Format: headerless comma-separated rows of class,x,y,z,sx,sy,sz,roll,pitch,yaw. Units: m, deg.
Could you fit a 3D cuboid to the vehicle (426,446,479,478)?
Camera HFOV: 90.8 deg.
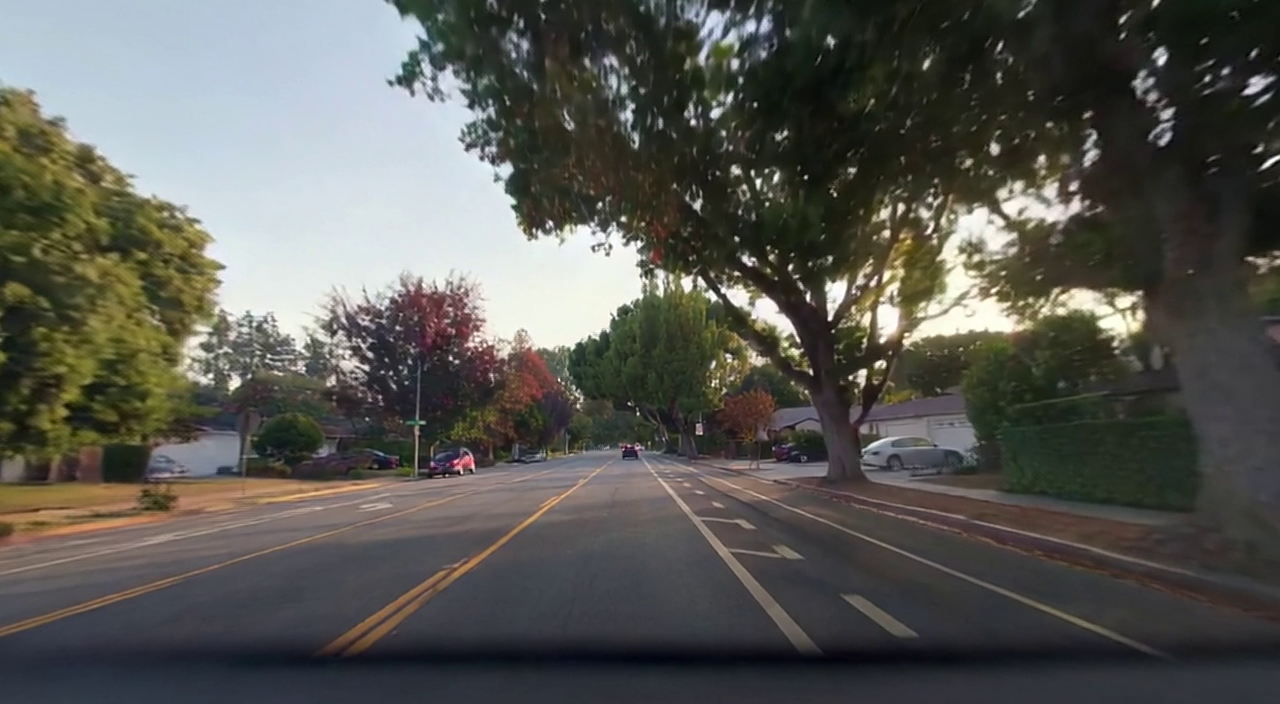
vehicle,-12.056,7.140,41.027,2.062,1.821,4.880,-3,-10,-1

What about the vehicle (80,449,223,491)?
vehicle,-21.795,5.239,28.333,4.684,1.758,2.138,-1,-8,2

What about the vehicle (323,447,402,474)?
vehicle,-19.680,7.690,44.933,4.668,1.824,1.999,0,-9,-1

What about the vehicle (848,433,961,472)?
vehicle,11.974,4.590,28.867,4.194,1.680,2.150,0,-8,1
